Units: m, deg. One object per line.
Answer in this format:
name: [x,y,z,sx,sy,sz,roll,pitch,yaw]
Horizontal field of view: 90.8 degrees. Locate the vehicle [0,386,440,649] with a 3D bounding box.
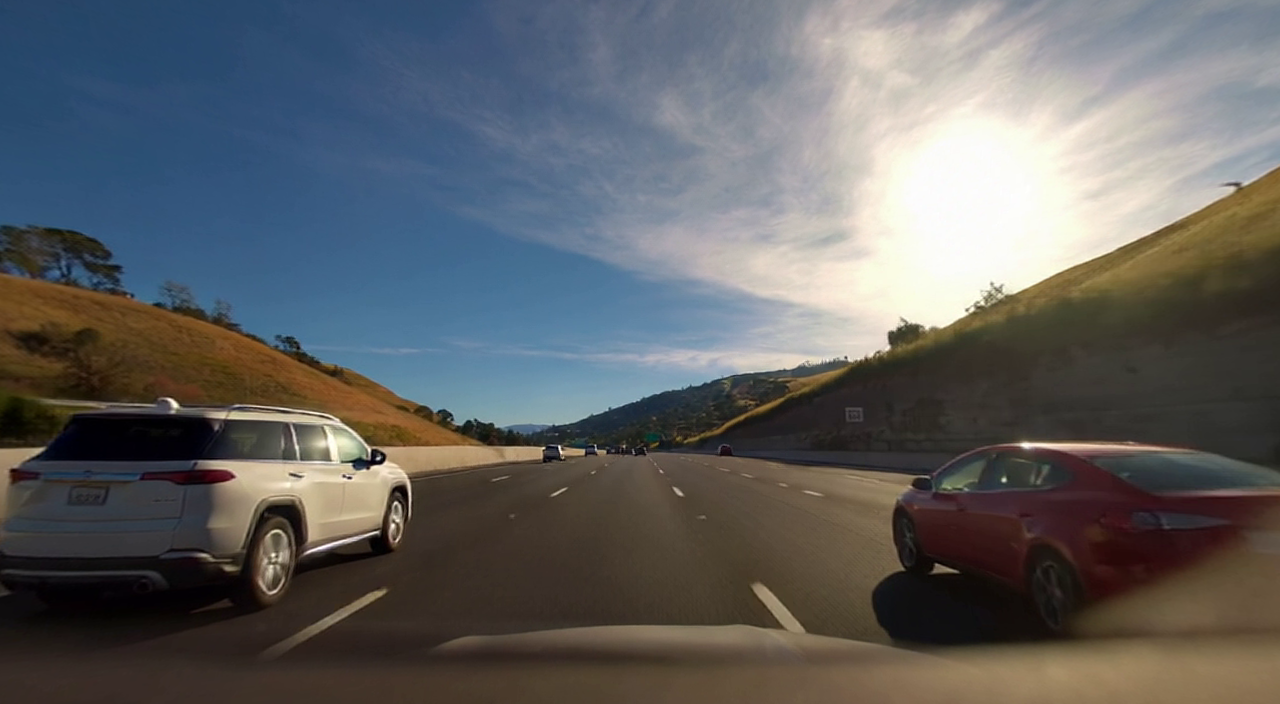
vehicle: [-3.879,1.436,6.565,2.047,1.715,4.689,0,-9,0]

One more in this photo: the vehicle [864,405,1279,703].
vehicle: [3.634,1.336,5.297,1.847,1.493,4.303,0,-9,-1]
